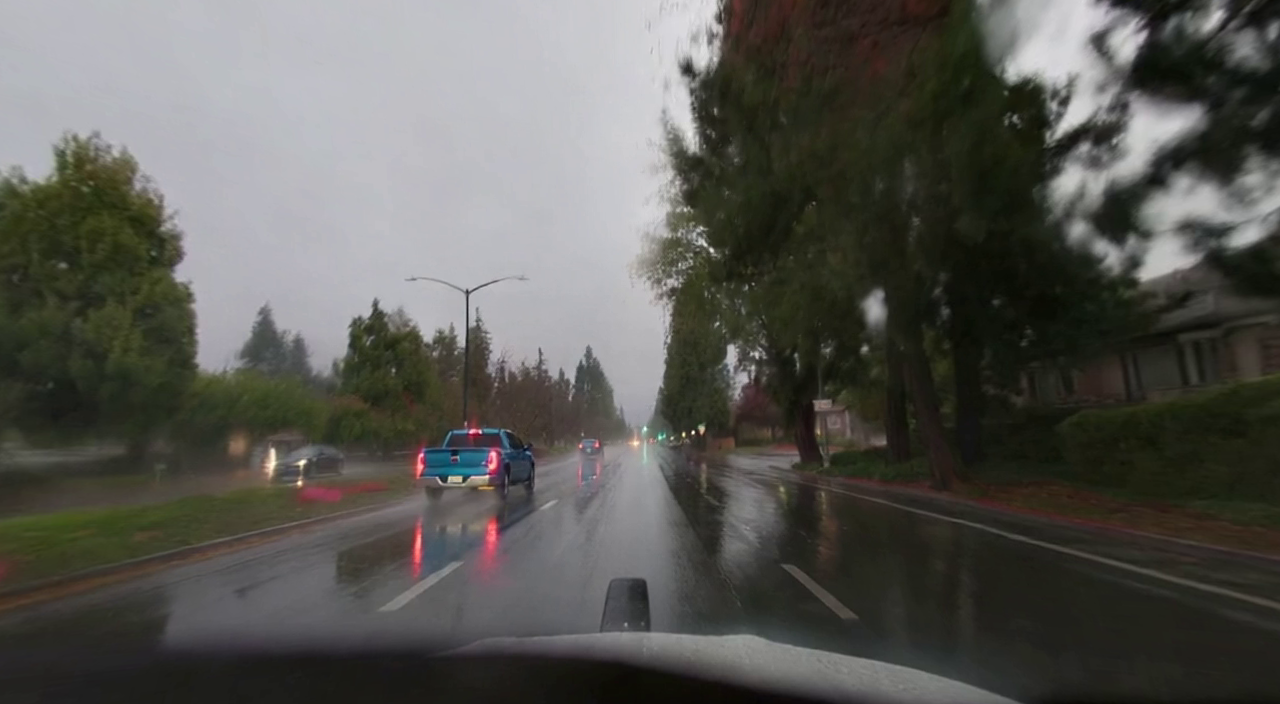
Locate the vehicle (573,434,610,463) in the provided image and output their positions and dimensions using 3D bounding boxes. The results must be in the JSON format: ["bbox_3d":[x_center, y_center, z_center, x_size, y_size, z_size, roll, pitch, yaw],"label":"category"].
[{"bbox_3d":[-3.458,6.978,45.583,2.230,1.987,4.385,0,-8,1],"label":"vehicle"}]

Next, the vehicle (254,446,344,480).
[{"bbox_3d":[-20.780,6.748,38.770,2.222,1.888,5.772,0,-8,1],"label":"vehicle"}]

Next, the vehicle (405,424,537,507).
[{"bbox_3d":[-3.991,2.778,15.866,2.002,1.747,4.728,0,-8,0],"label":"vehicle"}]
